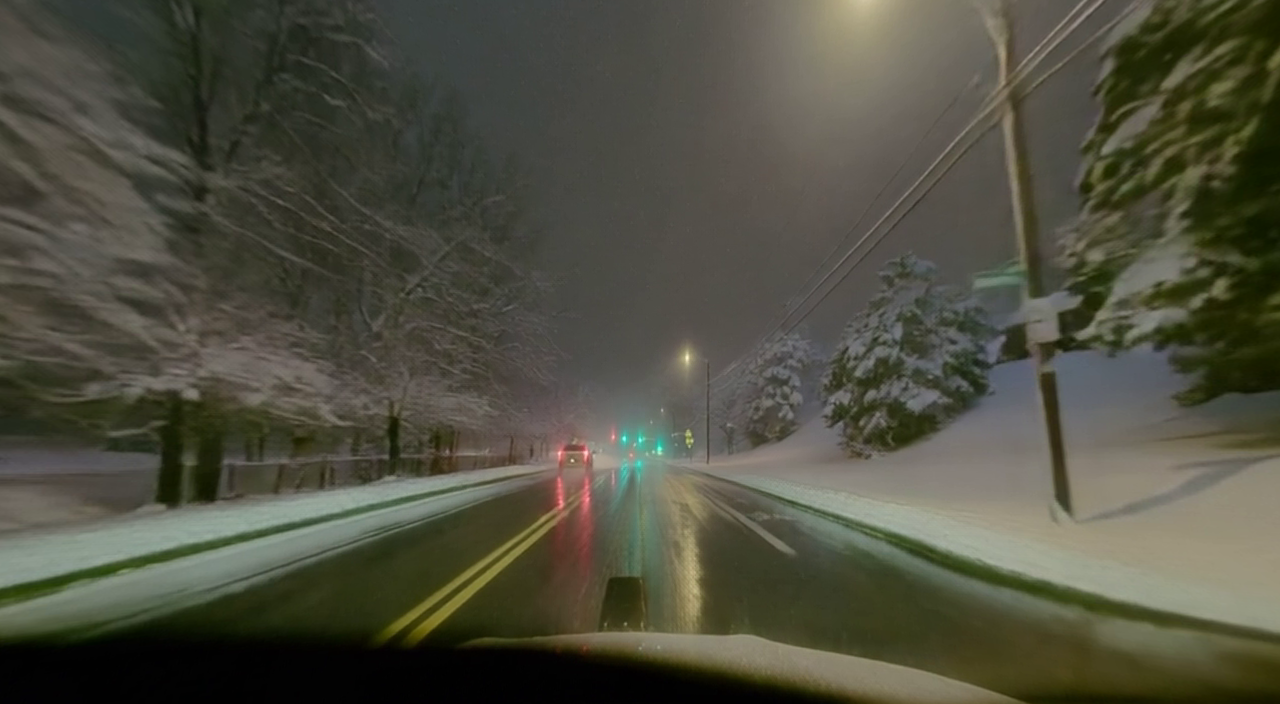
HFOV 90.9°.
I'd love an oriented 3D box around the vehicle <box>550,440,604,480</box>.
[{"bbox_3d":[-2.837,5.005,29.433,2.016,1.694,4.335,0,-8,1],"label":"vehicle"}]
